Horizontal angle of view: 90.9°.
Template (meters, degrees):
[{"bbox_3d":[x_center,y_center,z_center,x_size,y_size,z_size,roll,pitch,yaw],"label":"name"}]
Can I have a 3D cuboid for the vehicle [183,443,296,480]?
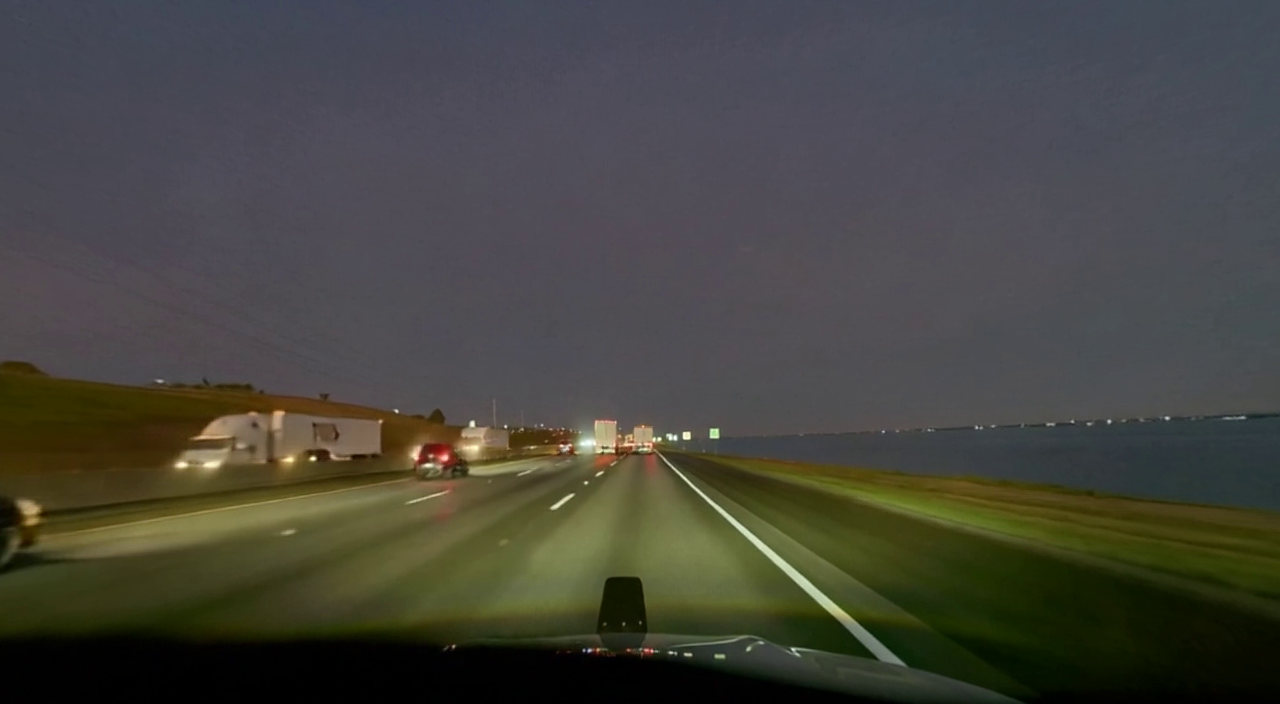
[{"bbox_3d":[-20.835,5.697,33.191,2.160,1.758,5.659,0,-8,1],"label":"vehicle"}]

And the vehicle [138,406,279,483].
[{"bbox_3d":[-24.713,5.377,36.705,3.028,4.023,7.008,0,-8,1],"label":"vehicle"}]

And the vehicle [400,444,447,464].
[{"bbox_3d":[-16.818,7.934,49.275,1.936,1.528,4.637,0,-8,1],"label":"vehicle"}]

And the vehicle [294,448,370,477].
[{"bbox_3d":[-17.073,6.114,35.225,1.913,1.453,4.489,0,-8,1],"label":"vehicle"}]
